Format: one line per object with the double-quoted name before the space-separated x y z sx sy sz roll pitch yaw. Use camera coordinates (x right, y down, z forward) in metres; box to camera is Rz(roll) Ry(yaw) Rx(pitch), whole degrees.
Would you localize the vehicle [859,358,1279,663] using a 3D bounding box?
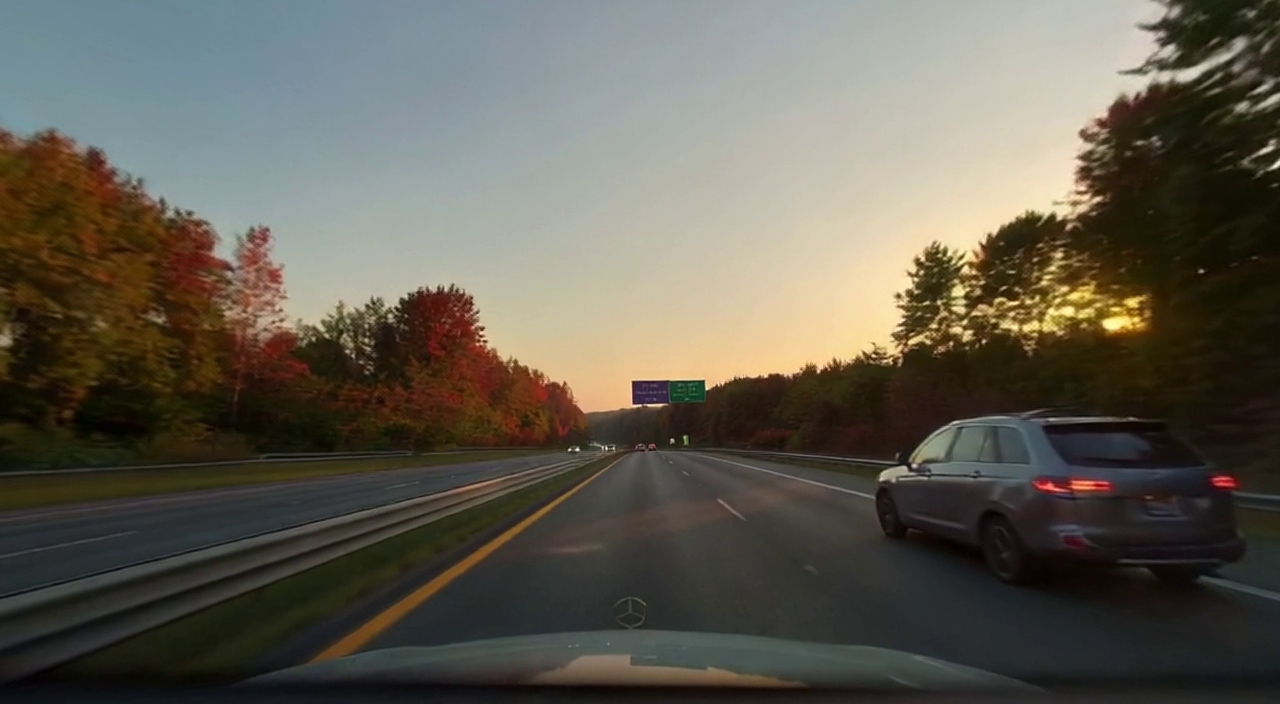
"vehicle" 4.209 1.274 6.181 2.360 1.798 4.781 0 -8 0
